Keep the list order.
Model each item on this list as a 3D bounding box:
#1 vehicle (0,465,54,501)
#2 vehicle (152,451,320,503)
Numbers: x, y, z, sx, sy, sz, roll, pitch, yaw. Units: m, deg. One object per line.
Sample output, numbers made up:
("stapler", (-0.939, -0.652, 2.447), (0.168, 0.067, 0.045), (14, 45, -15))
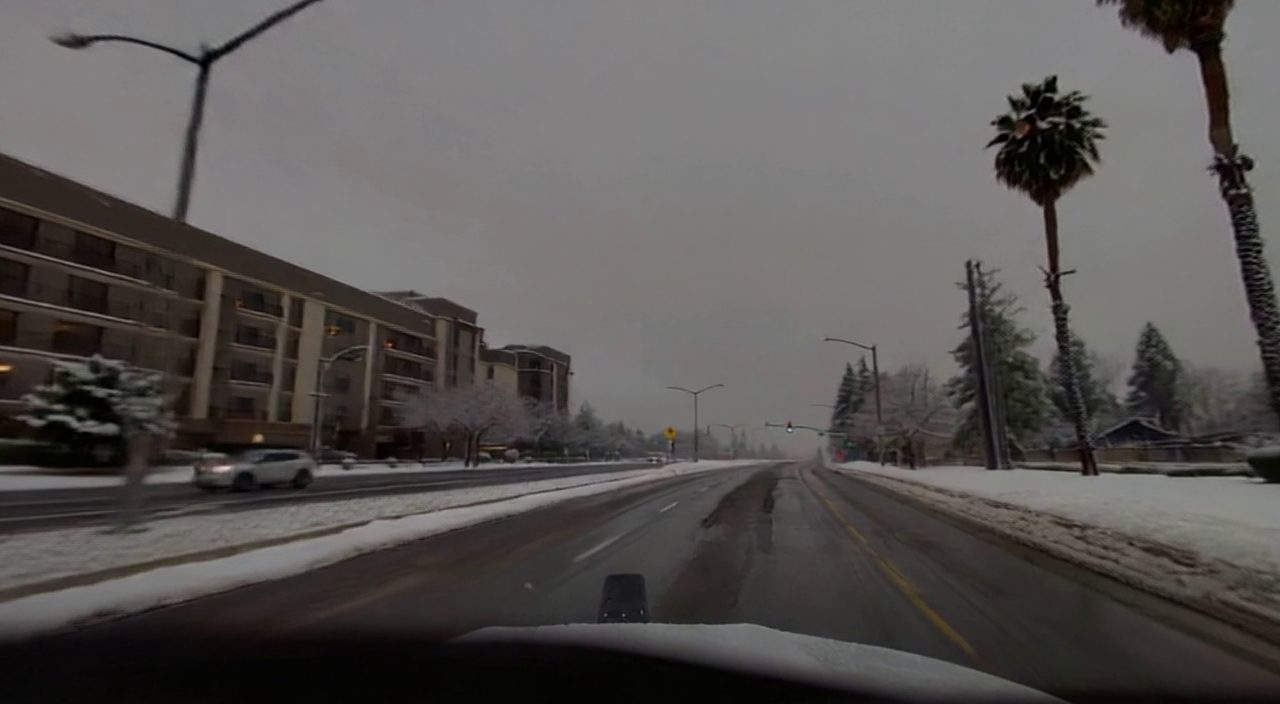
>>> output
("vehicle", (-32.963, 6.759, 32.625), (4.433, 1.642, 1.894), (-4, -10, 23))
("vehicle", (-13.556, 4.170, 21.501), (1.915, 1.490, 4.763), (-2, -9, 13))
